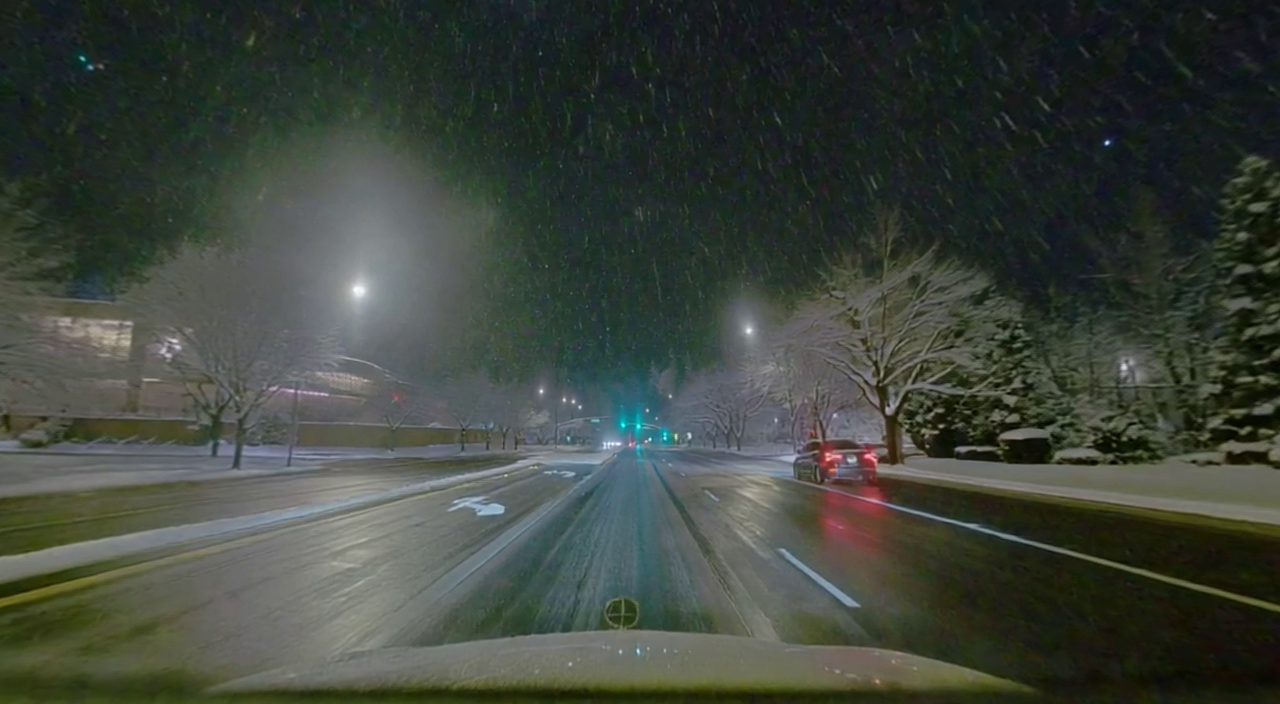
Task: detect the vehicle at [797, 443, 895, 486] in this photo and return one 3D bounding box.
[{"bbox_3d":[7.440,4.107,23.312,2.054,1.421,4.487,0,-8,-1],"label":"vehicle"}]
